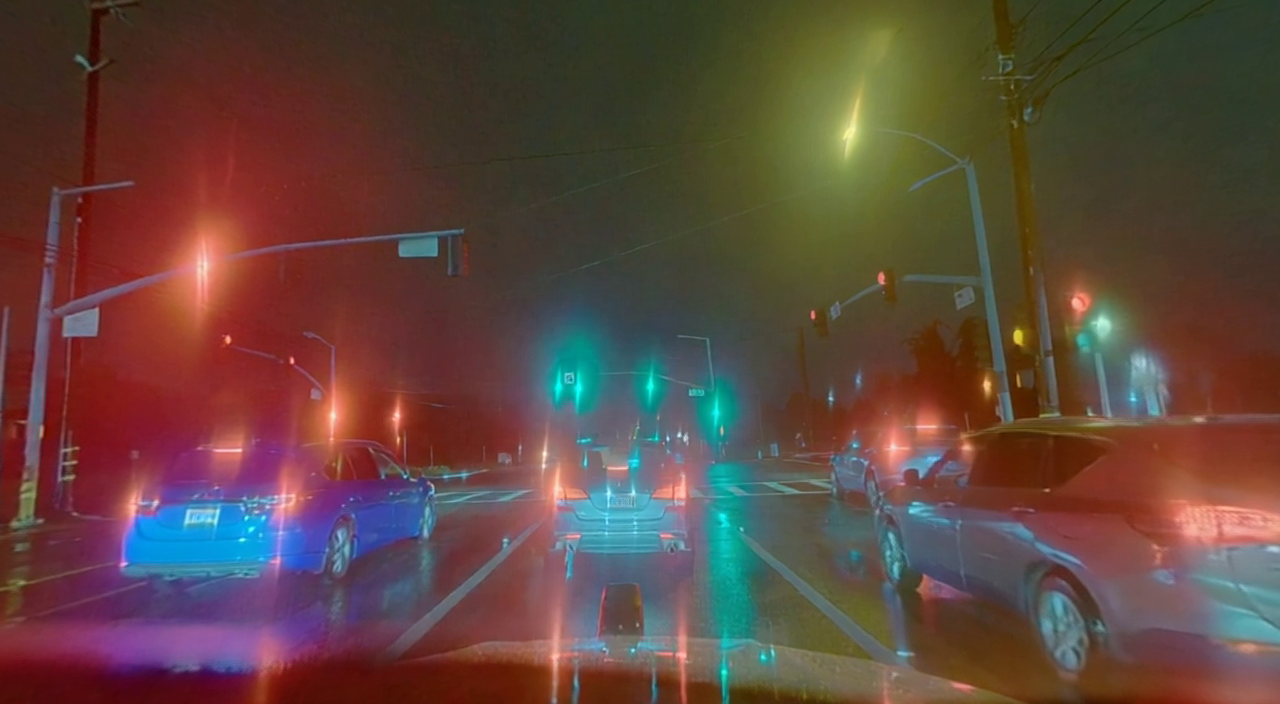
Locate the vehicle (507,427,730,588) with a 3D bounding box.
[{"bbox_3d":[-0.220,1.759,8.029,2.061,1.485,4.196,0,-8,-1],"label":"vehicle"}]

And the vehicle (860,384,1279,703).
[{"bbox_3d":[2.905,1.106,3.664,1.860,1.494,3.707,0,-8,-1],"label":"vehicle"}]

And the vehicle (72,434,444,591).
[{"bbox_3d":[-4.371,1.865,8.305,2.106,1.492,4.312,0,-8,1],"label":"vehicle"}]
